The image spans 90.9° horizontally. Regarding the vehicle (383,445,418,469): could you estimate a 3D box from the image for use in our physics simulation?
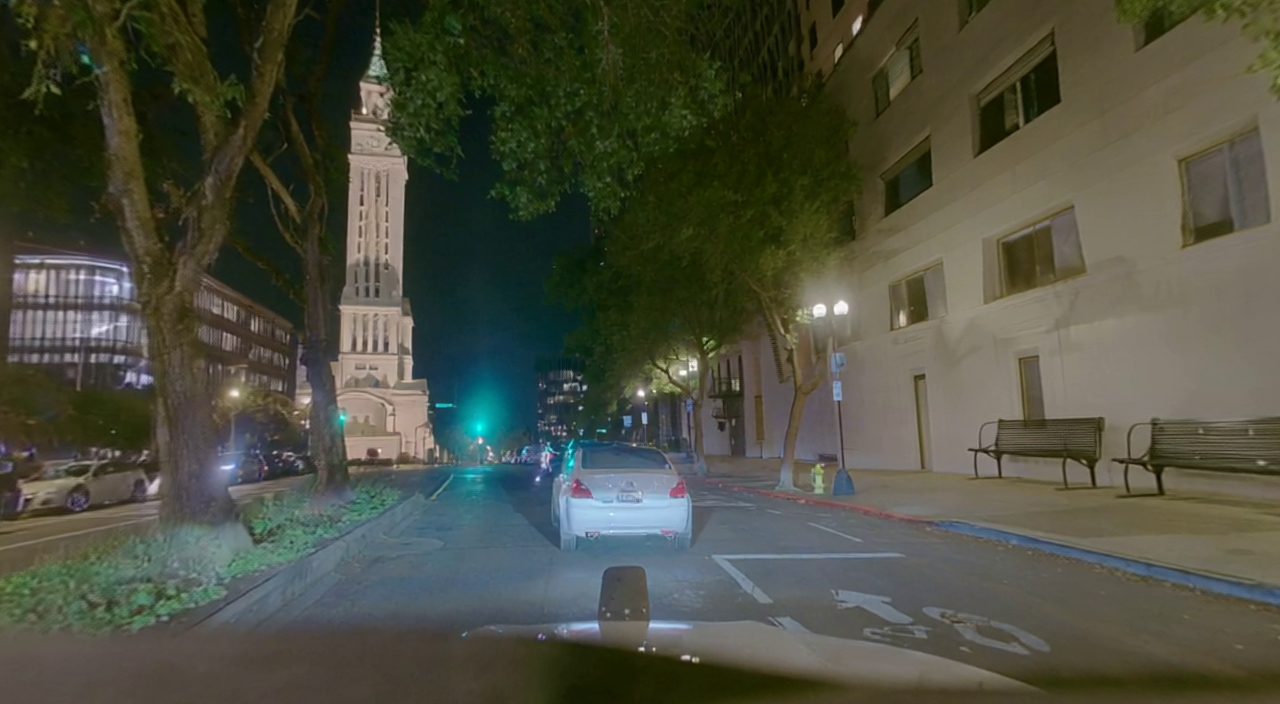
[{"bbox_3d":[-18.840,8.232,49.715,2.155,1.802,4.520,2,-9,-16],"label":"vehicle"}]

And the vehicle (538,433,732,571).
[{"bbox_3d":[-0.244,1.943,9.019,2.142,1.475,4.051,1,-8,-6],"label":"vehicle"}]
